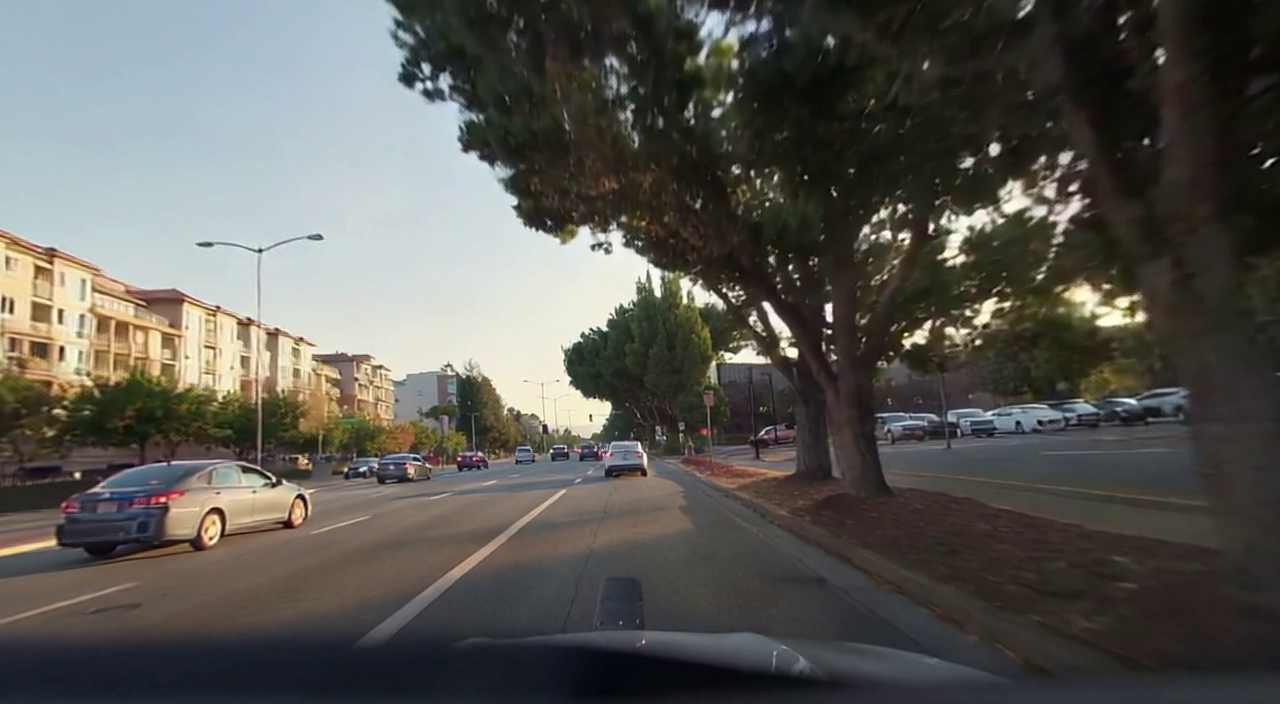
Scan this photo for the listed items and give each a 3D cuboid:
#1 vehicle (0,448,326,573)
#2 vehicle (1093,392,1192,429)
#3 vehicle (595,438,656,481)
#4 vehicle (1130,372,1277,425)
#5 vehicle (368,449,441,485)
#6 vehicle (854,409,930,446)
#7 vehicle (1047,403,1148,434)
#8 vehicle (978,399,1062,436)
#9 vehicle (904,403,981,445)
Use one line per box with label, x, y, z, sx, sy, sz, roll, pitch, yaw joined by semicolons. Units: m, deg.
vehicle;-7.016;2.234;9.834;1.906;1.449;4.576;0;-8;0
vehicle;31.771;3.796;40.203;2.074;1.749;4.957;0;-13;-1
vehicle;-0.573;4.016;23.896;2.099;1.469;4.389;1;-8;-2
vehicle;34.726;3.019;39.364;2.608;2.389;6.582;-9;-8;-3
vehicle;-10.849;5.308;29.452;2.024;1.484;4.592;1;-9;-5
vehicle;15.447;4.774;39.126;2.395;2.028;5.135;1;-9;-2
vehicle;28.982;4.203;40.127;4.753;1.730;1.882;-3;-3;10
vehicle;23.638;4.143;39.499;2.118;1.724;4.361;-8;-8;-5
vehicle;18.230;4.424;38.349;2.002;2.015;4.254;-8;-8;-6
